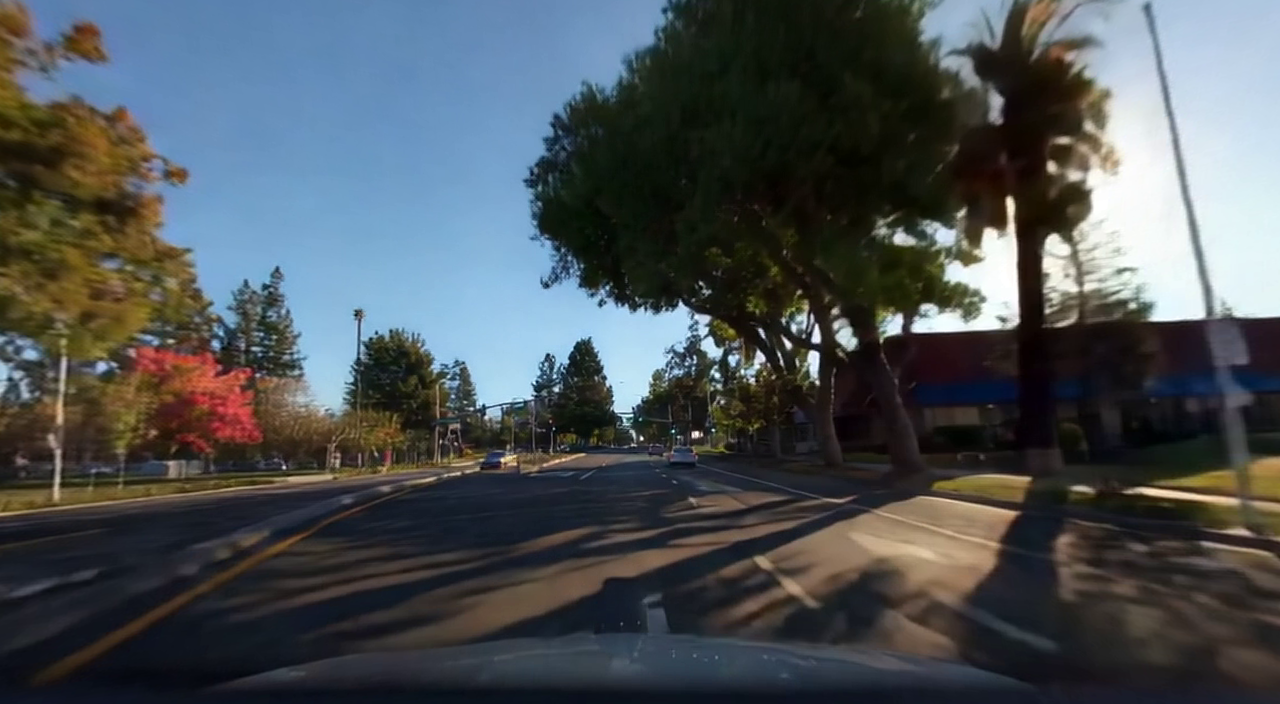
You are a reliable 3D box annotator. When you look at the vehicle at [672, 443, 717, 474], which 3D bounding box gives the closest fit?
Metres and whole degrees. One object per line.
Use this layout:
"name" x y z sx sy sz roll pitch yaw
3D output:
"vehicle" 2.910 5.749 34.372 1.961 1.580 4.020 0 -8 -2
